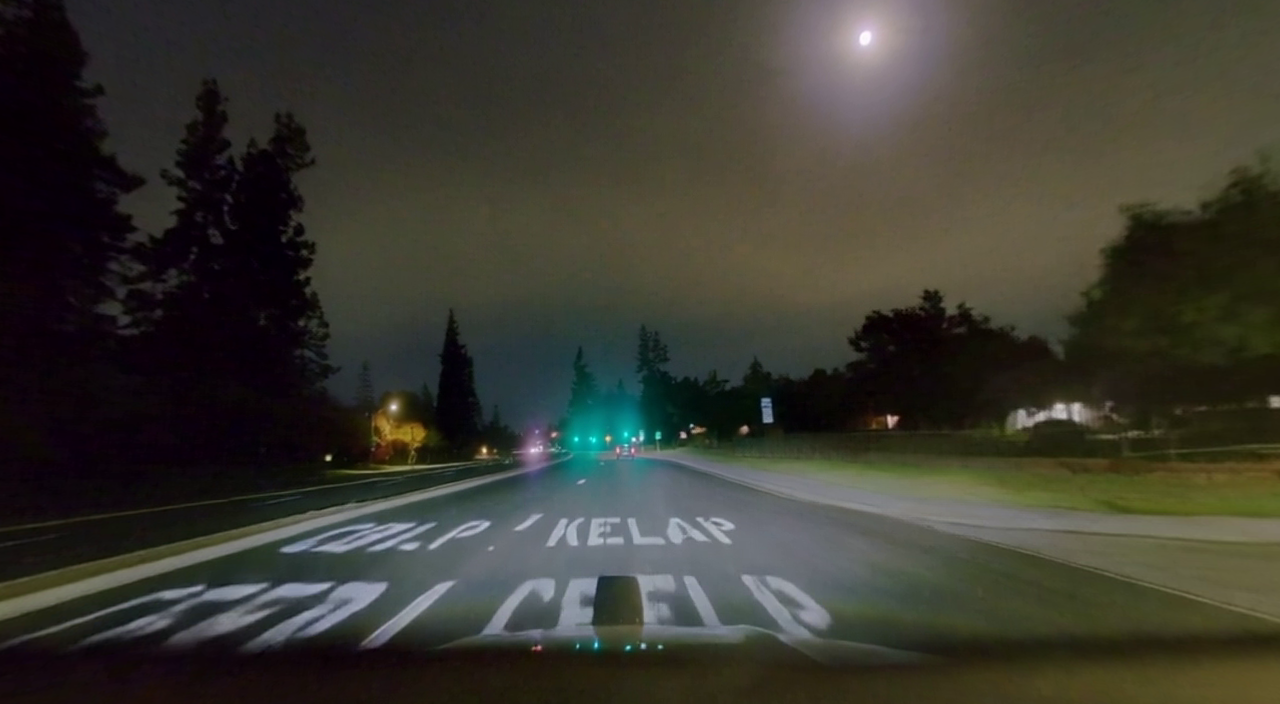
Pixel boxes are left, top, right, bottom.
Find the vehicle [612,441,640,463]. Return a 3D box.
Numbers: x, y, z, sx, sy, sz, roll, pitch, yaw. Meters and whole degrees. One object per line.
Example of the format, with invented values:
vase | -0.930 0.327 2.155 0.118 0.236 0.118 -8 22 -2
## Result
vehicle | -1.089 7.616 48.256 2.045 1.613 4.210 0 -8 -1
